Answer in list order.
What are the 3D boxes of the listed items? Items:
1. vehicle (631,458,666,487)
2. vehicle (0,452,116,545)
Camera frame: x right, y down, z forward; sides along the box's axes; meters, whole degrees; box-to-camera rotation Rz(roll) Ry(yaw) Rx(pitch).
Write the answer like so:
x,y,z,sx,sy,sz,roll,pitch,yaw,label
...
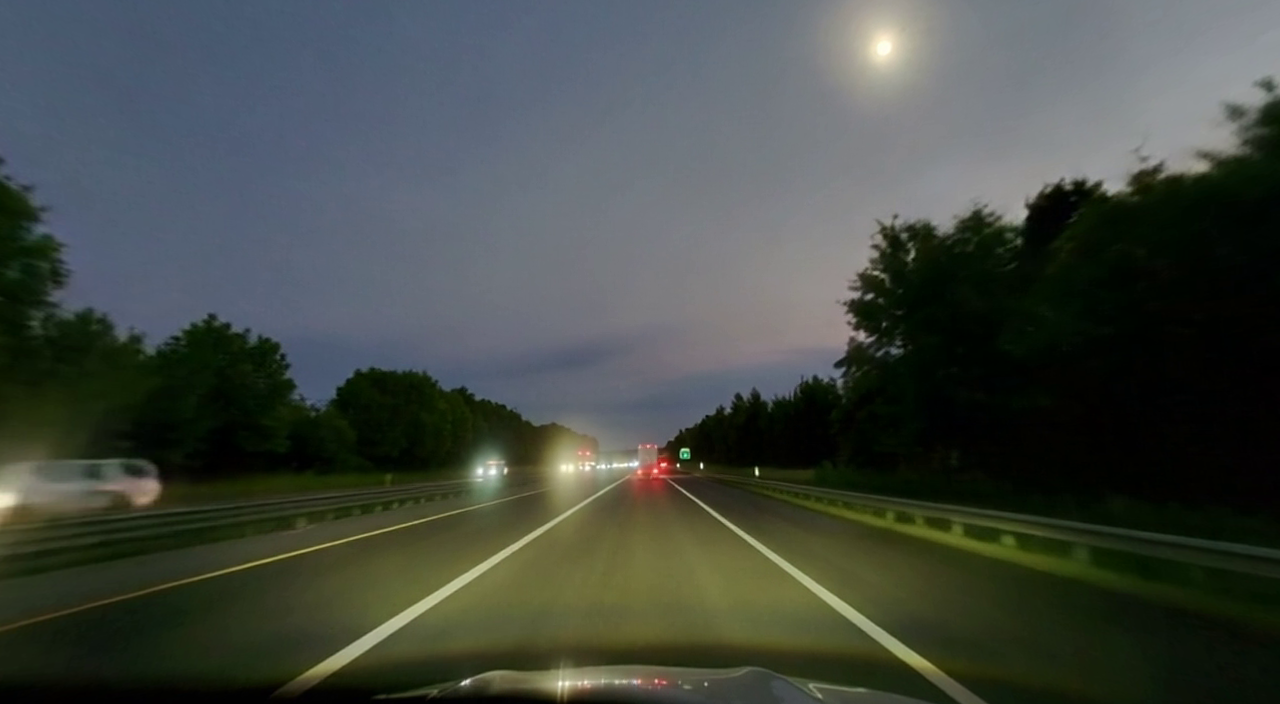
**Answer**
x,y,z,sx,sy,sz,roll,pitch,yaw,label
0.466,7.520,39.308,2.048,1.663,4.377,1,-10,0,vehicle
-11.210,2.365,10.222,1.894,1.469,3.976,1,-10,0,vehicle
